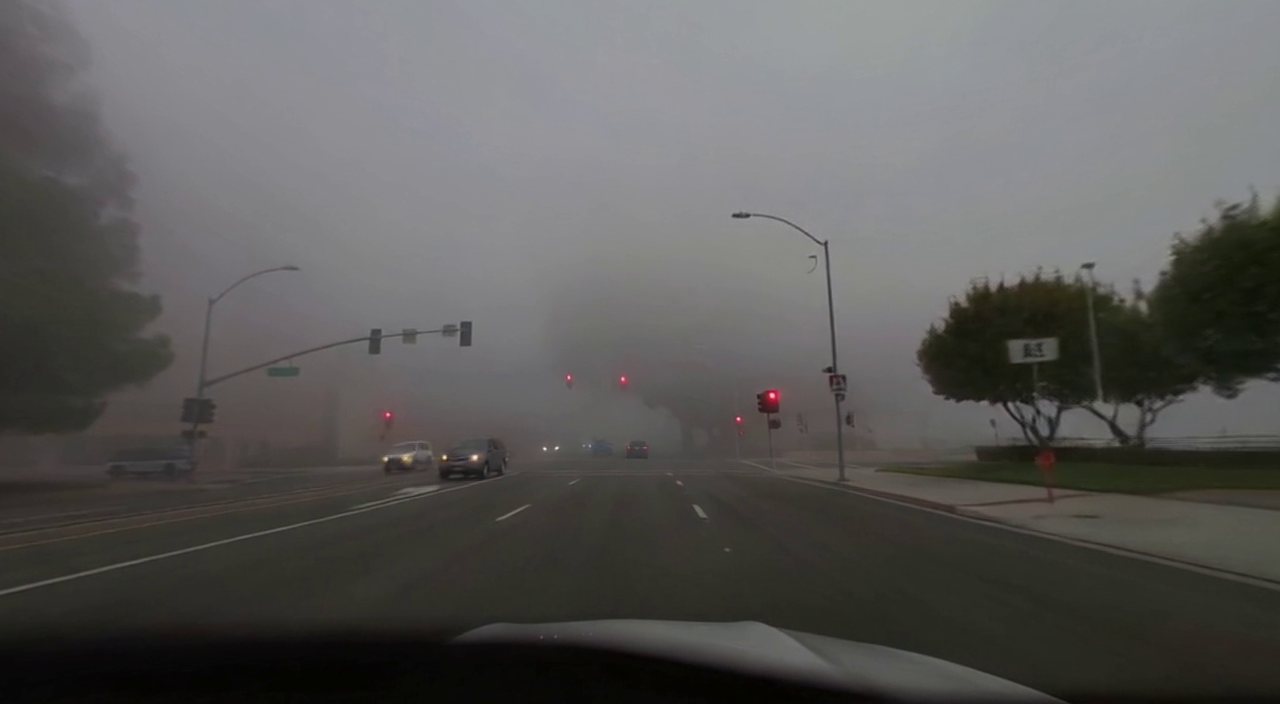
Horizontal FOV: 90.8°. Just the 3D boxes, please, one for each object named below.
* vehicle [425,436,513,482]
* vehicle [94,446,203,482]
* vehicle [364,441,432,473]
[{"bbox_3d":[-6.947,4.392,26.270,2.262,1.708,4.466,-1,-9,2],"label":"vehicle"},{"bbox_3d":[-31.015,7.068,39.993,4.957,1.928,2.203,-2,-8,-5],"label":"vehicle"},{"bbox_3d":[-14.661,6.401,38.591,2.167,1.787,4.882,-1,-9,1],"label":"vehicle"}]
